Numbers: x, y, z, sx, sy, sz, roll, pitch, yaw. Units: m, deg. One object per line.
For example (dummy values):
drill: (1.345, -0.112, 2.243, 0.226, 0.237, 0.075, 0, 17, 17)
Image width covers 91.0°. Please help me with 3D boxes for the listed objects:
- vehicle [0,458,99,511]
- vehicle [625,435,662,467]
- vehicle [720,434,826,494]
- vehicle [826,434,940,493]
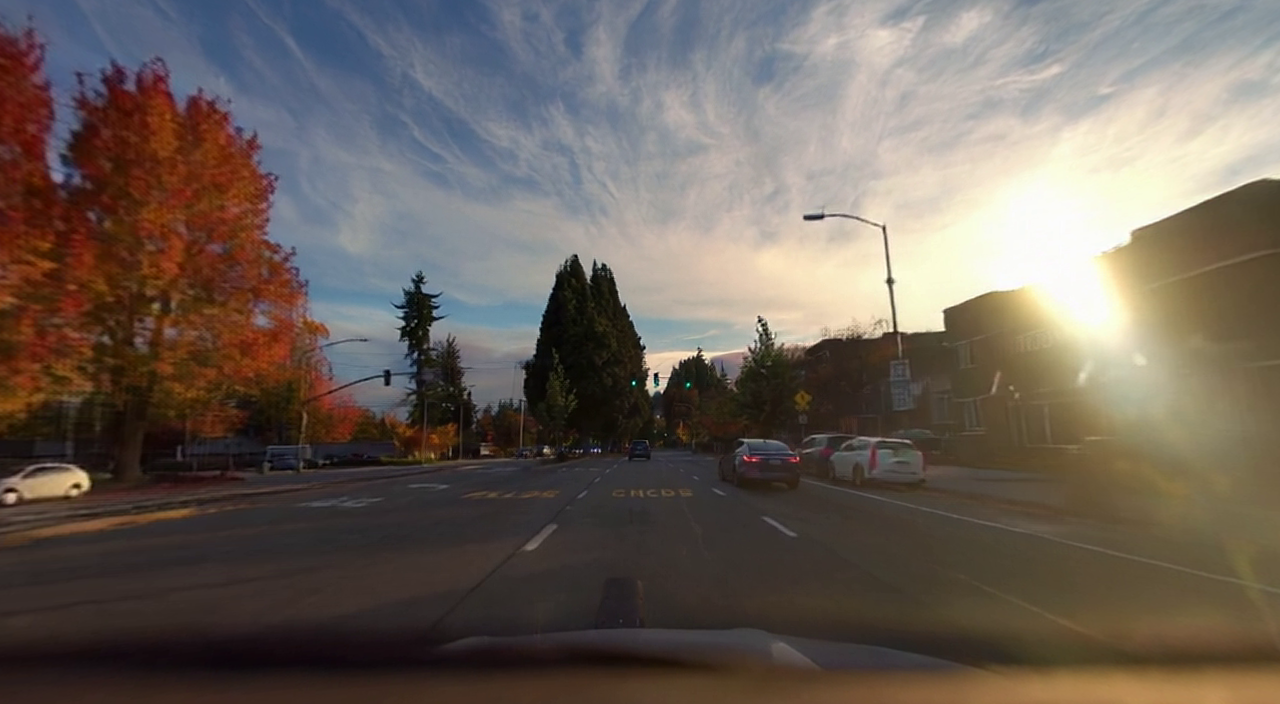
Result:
vehicle: (-22.406, 4.701, 22.617, 1.915, 1.686, 4.422, 0, -9, 2)
vehicle: (0.197, 6.267, 39.961, 2.239, 1.856, 4.815, 0, -9, 0)
vehicle: (3.759, 3.278, 18.720, 2.178, 1.546, 4.311, 0, -9, 0)
vehicle: (7.261, 3.361, 19.304, 1.876, 1.598, 4.171, 0, -9, 1)
